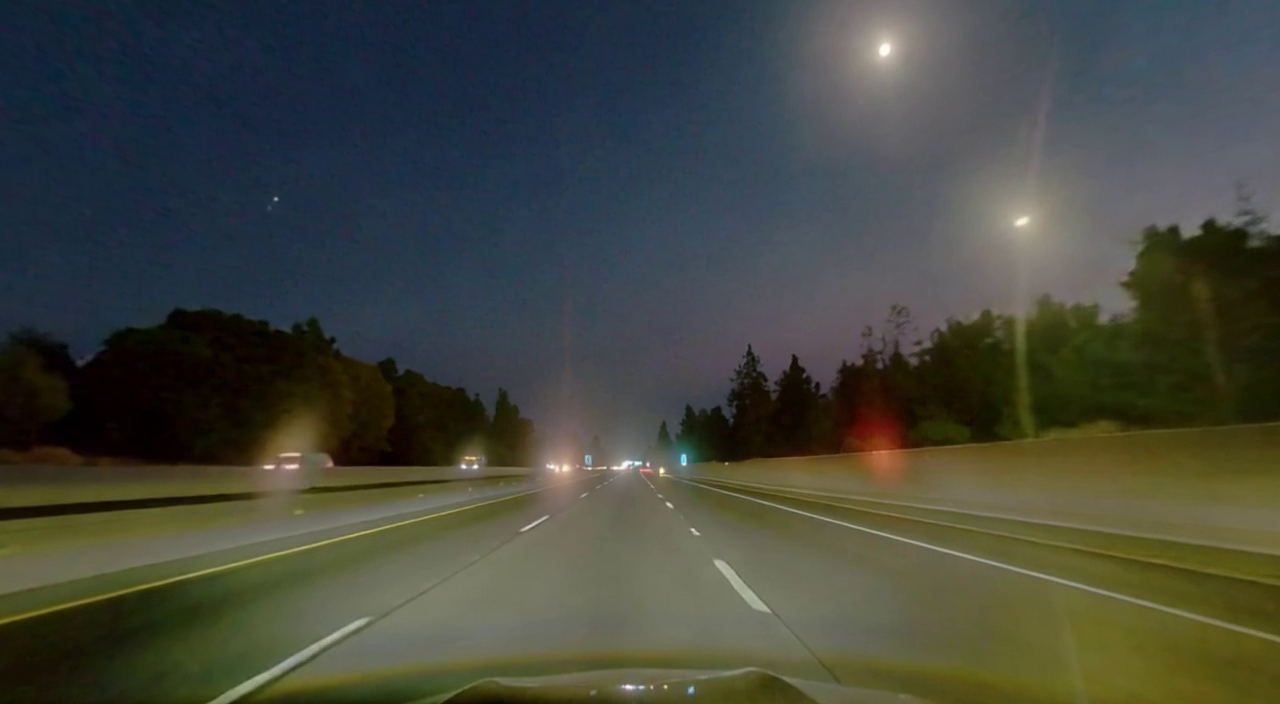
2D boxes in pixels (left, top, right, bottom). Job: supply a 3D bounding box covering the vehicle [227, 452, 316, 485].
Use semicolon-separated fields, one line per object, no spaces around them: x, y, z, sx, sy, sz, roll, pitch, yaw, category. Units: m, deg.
-17.342;5.529;29.893;1.941;1.438;3.725;1;-10;-1;vehicle
